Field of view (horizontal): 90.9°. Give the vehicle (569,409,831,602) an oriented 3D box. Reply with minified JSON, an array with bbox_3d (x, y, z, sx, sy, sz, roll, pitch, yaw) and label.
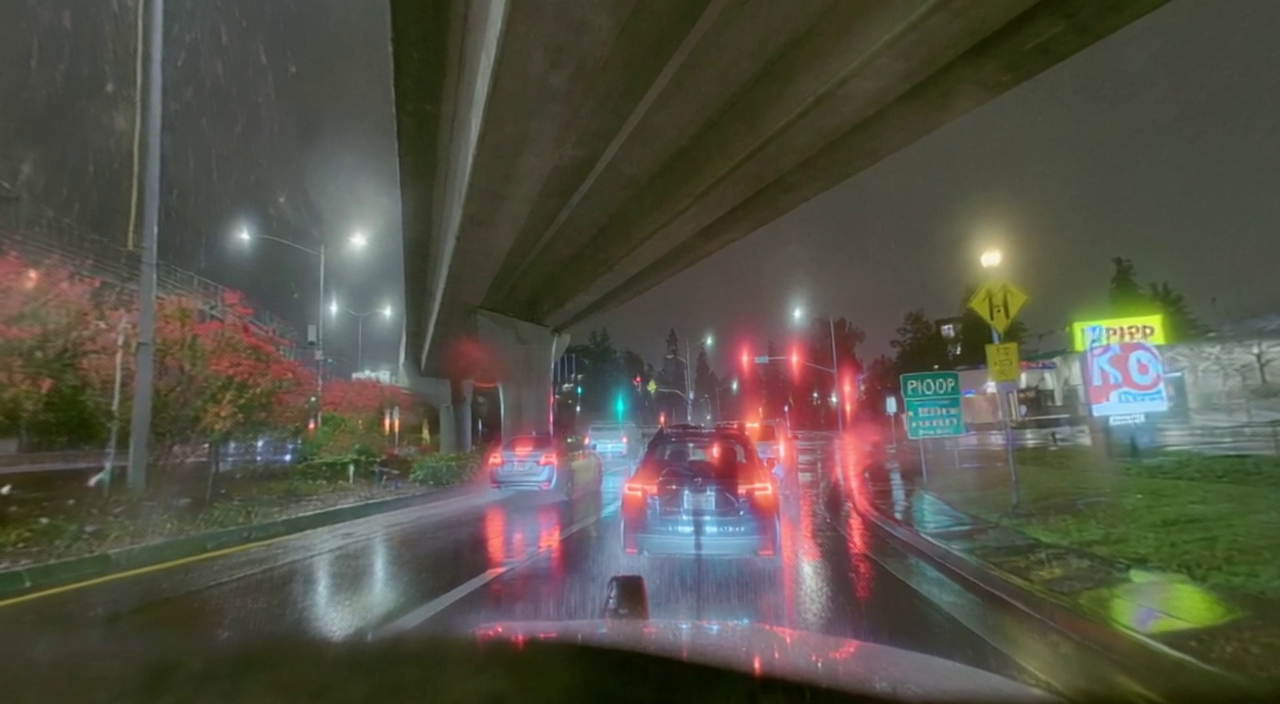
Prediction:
[{"bbox_3d":[0.807,1.602,7.547,2.195,1.571,4.353,-2,-8,9],"label":"vehicle"}]

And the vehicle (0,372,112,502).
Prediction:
[{"bbox_3d":[-24.372,2.700,18.734,13.064,3.755,3.269,0,-8,-13],"label":"vehicle"}]

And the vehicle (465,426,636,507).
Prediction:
[{"bbox_3d":[-1.783,2.555,14.553,2.214,1.519,4.704,-2,-9,15],"label":"vehicle"}]
